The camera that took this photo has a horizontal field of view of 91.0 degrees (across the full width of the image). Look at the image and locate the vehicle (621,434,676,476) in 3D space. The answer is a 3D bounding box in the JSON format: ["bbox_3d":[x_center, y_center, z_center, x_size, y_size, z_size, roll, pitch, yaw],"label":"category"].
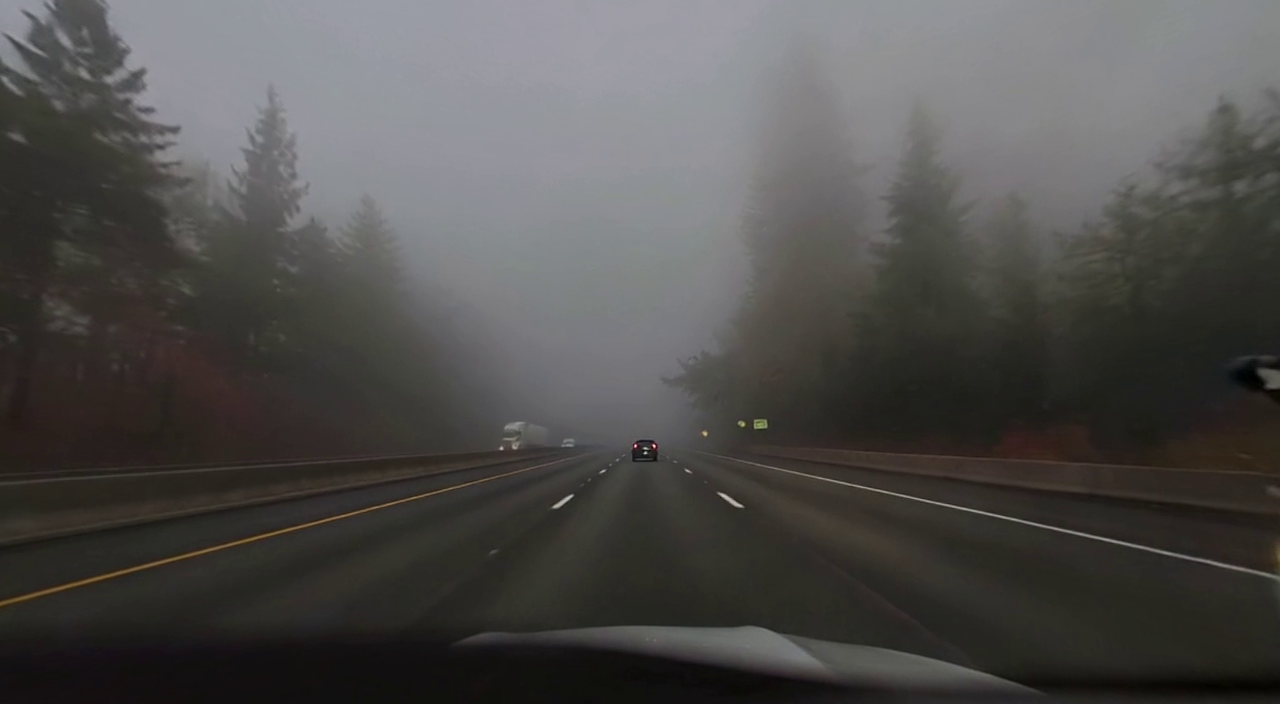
[{"bbox_3d":[0.449,4.302,26.559,2.139,1.607,4.034,-1,-8,3],"label":"vehicle"}]
